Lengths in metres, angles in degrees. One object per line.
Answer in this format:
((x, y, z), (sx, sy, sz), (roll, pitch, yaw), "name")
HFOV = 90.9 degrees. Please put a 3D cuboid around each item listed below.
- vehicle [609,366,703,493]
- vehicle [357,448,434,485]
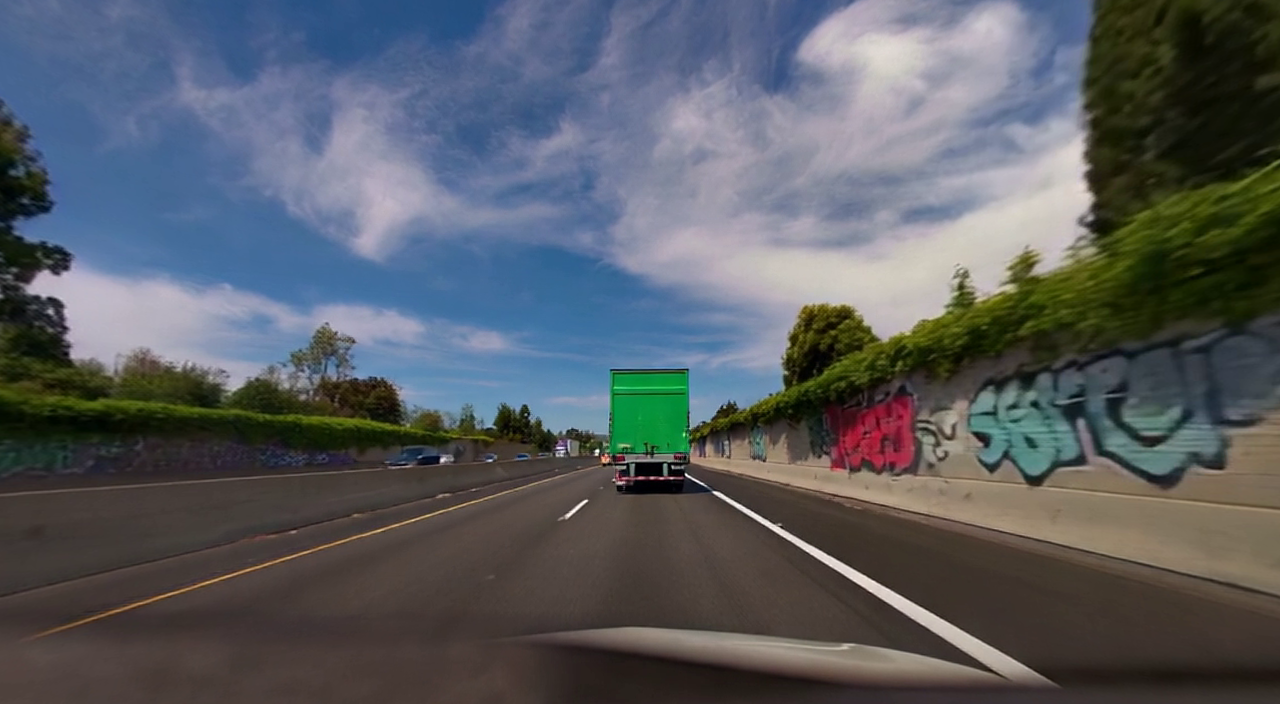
((0.372, 3.181, 24.658), (2.900, 3.955, 10.151), (0, -9, -1), "vehicle")
((-11.833, 5.562, 30.872), (1.911, 1.661, 4.392), (0, -9, 2), "vehicle")
